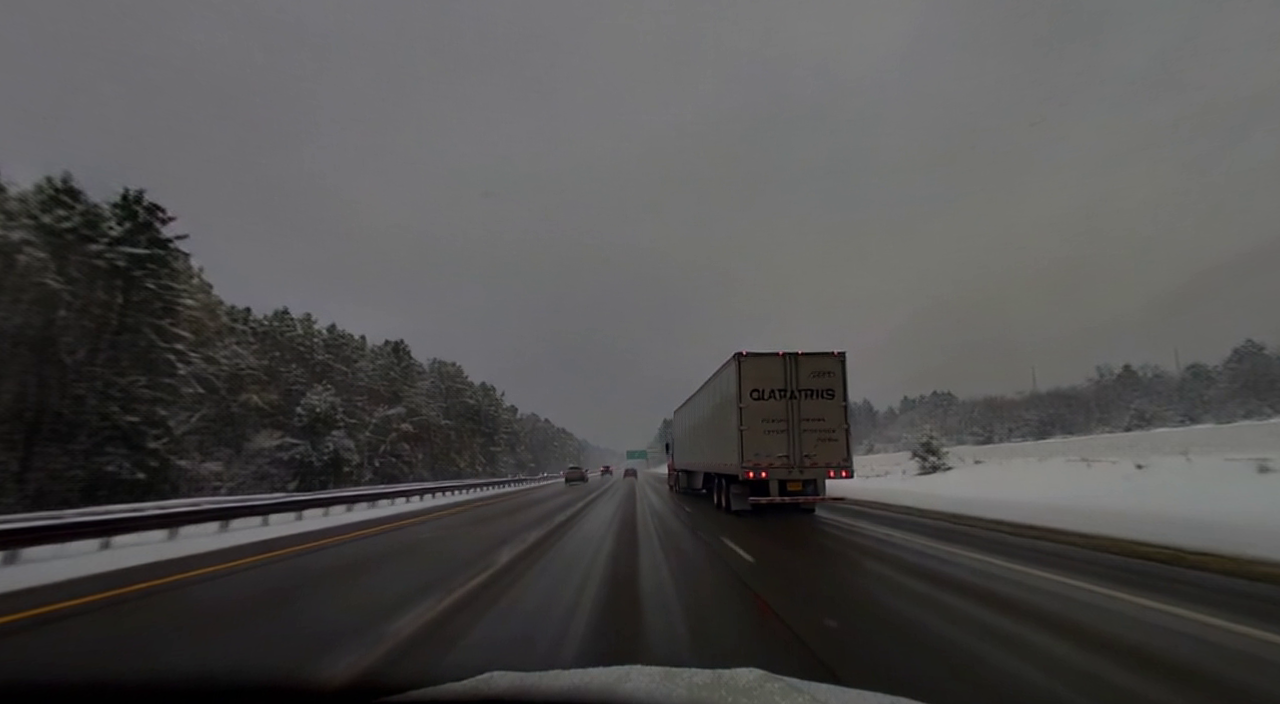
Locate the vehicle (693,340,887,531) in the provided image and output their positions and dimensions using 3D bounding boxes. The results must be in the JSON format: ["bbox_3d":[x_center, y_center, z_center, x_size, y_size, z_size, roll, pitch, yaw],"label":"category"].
[{"bbox_3d":[3.593,2.698,18.708,2.871,4.032,10.642,1,-10,-1],"label":"vehicle"}]

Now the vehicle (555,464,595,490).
[{"bbox_3d":[-4.197,8.179,41.481,2.180,1.556,4.895,1,-10,0],"label":"vehicle"}]
